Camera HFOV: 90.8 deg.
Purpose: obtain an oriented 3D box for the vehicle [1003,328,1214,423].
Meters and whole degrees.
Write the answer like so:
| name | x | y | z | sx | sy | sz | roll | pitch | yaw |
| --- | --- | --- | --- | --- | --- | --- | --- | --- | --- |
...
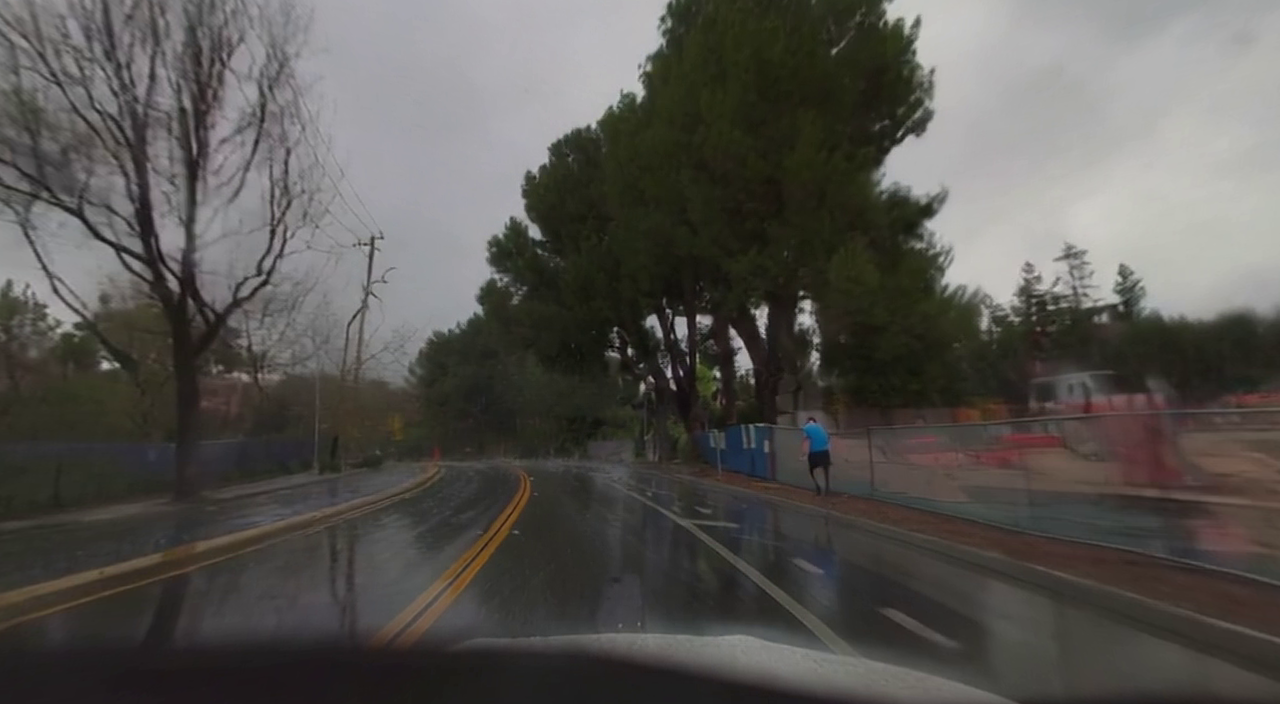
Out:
| name | x | y | z | sx | sy | sz | roll | pitch | yaw |
| --- | --- | --- | --- | --- | --- | --- | --- | --- | --- |
| vehicle | 11.657 | 0.686 | 15.830 | 4.180 | 1.880 | 2.028 | 6 | -7 | -14 |

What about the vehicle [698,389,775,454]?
| name | x | y | z | sx | sy | sz | roll | pitch | yaw |
| --- | --- | --- | --- | --- | --- | --- | --- | --- | --- |
| vehicle | 5.958 | 4.687 | 41.196 | 2.984 | 3.691 | 10.409 | 0 | -8 | -2 |

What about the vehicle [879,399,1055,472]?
| name | x | y | z | sx | sy | sz | roll | pitch | yaw |
| --- | --- | --- | --- | --- | --- | --- | --- | --- | --- |
| vehicle | 10.890 | 2.780 | 21.095 | 5.021 | 1.930 | 2.119 | -2 | -9 | -20 |
